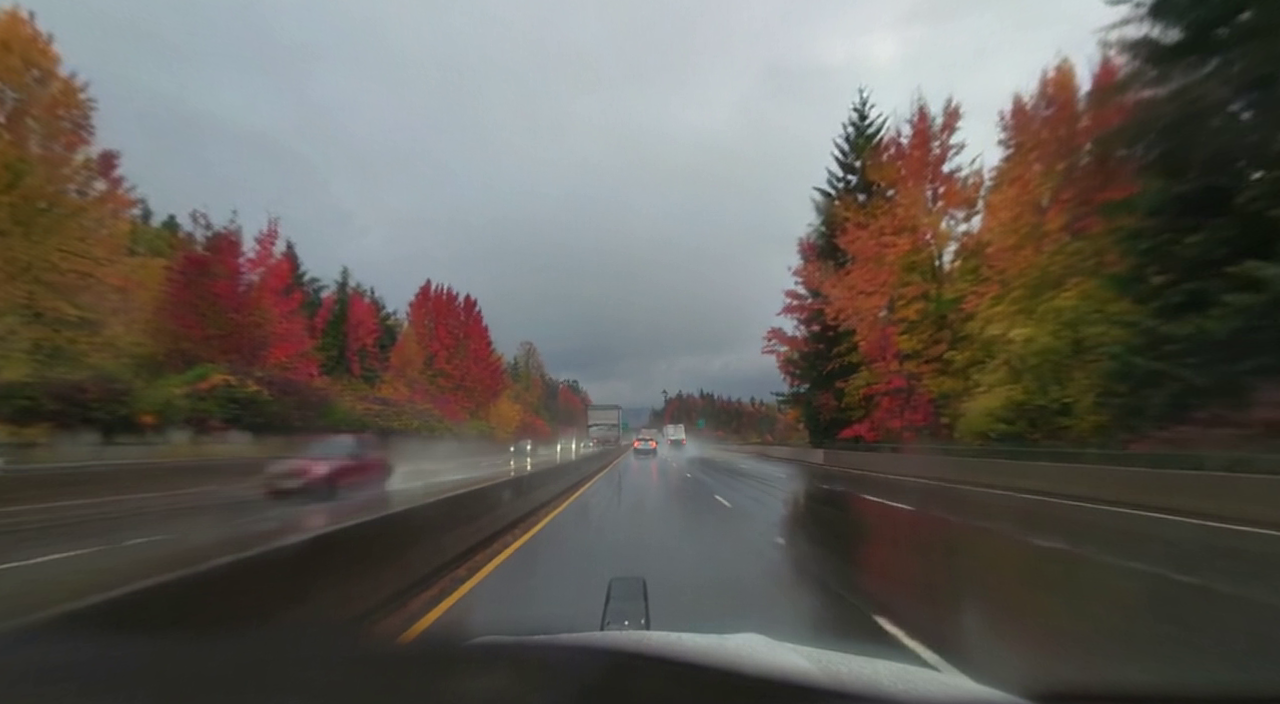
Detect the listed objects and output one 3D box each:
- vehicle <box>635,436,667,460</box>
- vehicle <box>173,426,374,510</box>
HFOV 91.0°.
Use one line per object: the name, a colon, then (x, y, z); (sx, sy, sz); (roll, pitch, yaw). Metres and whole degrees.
vehicle: (0.671, 6.171, 40.481); (1.924, 1.498, 3.817); (0, -8, 0)
vehicle: (-7.712, 2.460, 13.823); (1.848, 1.549, 4.157); (0, -8, 1)
